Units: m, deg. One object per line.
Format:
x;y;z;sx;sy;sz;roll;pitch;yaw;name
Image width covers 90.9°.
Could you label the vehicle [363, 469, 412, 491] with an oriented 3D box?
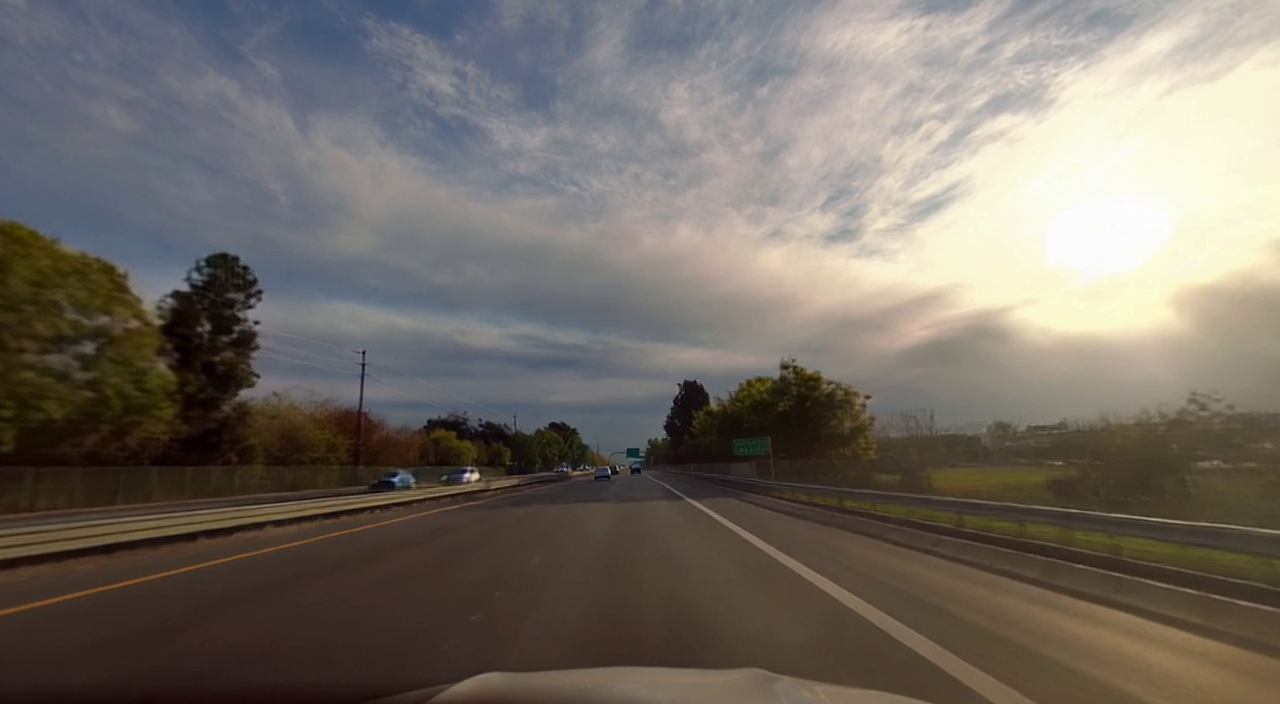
-17.408;8.822;43.627;1.750;1.441;3.702;1;-10;1;vehicle
